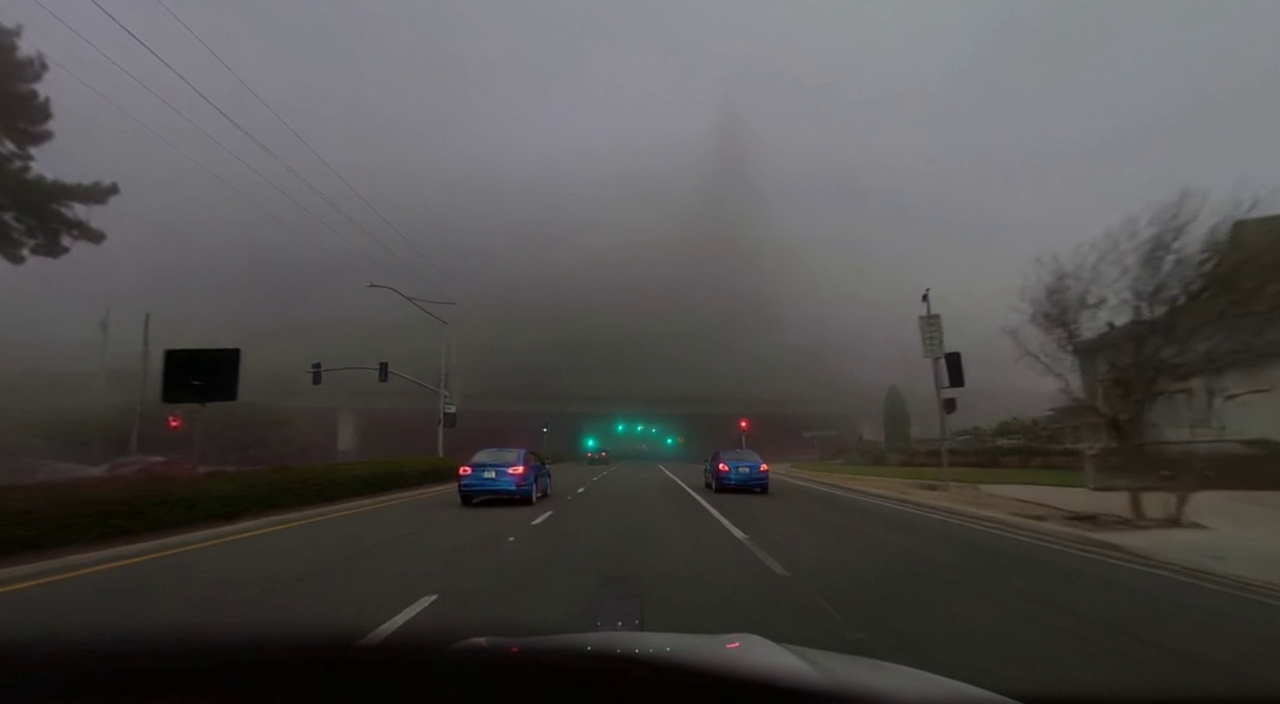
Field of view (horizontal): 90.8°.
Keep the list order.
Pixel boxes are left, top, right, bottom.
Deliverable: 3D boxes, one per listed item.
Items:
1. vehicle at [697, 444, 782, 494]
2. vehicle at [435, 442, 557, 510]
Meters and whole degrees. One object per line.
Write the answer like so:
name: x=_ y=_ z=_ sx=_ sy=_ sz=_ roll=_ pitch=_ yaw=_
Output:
vehicle: x=3.216 y=3.881 z=21.334 sx=2.068 sy=1.497 sz=4.247 roll=0 pitch=-9 yaw=-1
vehicle: x=-3.511 y=3.107 z=16.366 sx=2.060 sy=1.484 sz=4.417 roll=0 pitch=-9 yaw=1
